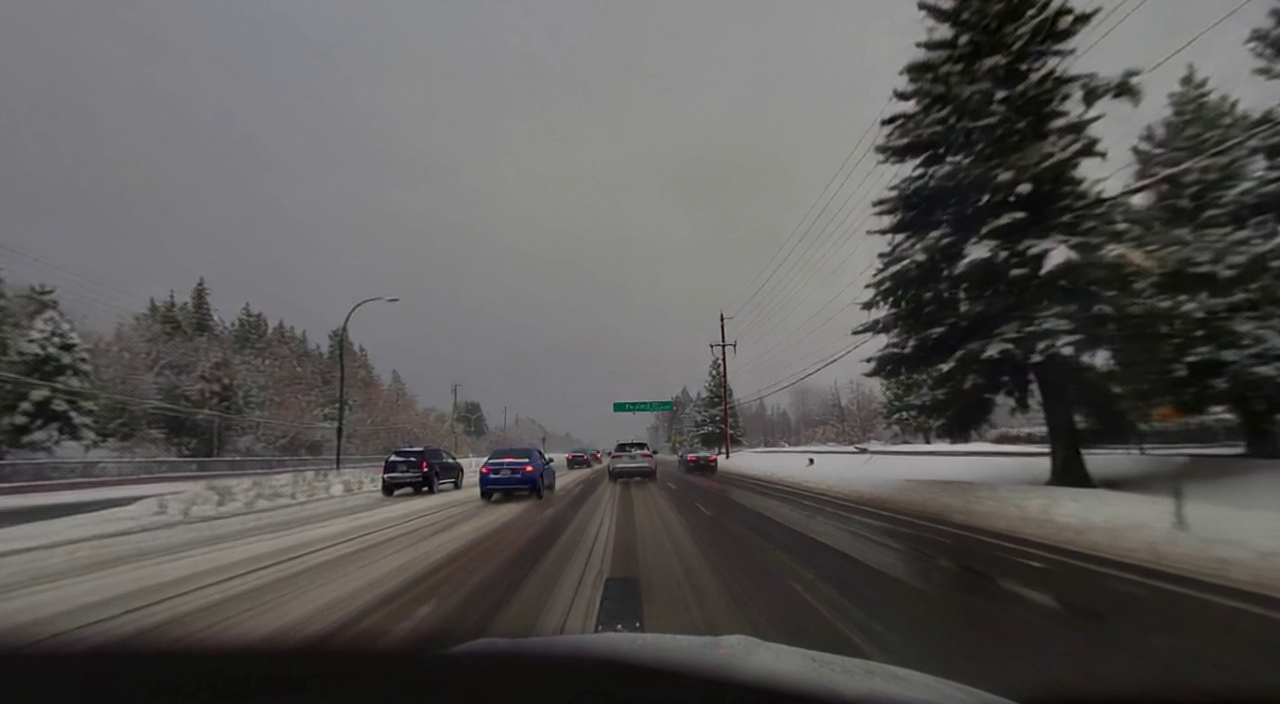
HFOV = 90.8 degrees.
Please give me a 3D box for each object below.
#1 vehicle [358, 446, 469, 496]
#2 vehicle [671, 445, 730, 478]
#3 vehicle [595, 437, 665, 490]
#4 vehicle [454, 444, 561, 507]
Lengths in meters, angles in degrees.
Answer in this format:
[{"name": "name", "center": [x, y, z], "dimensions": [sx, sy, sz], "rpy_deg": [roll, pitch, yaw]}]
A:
[{"name": "vehicle", "center": [-7.322, 3.863, 20.974], "dimensions": [1.959, 1.435, 4.719], "rpy_deg": [0, -9, 0]}, {"name": "vehicle", "center": [2.803, 5.230, 30.448], "dimensions": [2.197, 1.464, 4.356], "rpy_deg": [0, -9, -3]}, {"name": "vehicle", "center": [-0.390, 3.965, 22.799], "dimensions": [2.284, 1.699, 4.168], "rpy_deg": [0, -9, -2]}, {"name": "vehicle", "center": [-3.387, 3.233, 17.072], "dimensions": [1.958, 1.447, 4.454], "rpy_deg": [0, -9, 0]}]
